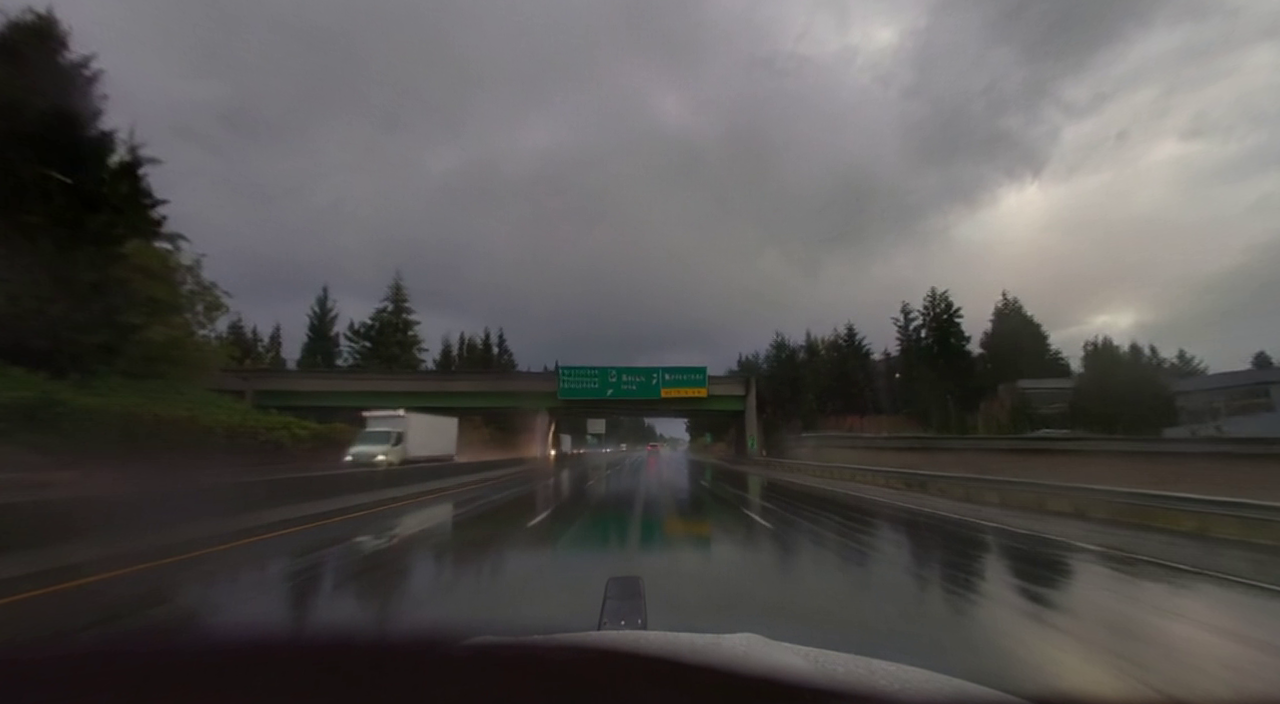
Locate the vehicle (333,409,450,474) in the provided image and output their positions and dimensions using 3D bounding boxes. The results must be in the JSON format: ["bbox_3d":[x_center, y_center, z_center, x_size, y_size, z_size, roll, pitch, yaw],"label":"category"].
[{"bbox_3d":[-16.465,6.175,43.173,2.895,3.804,11.880,0,-9,1],"label":"vehicle"}]
